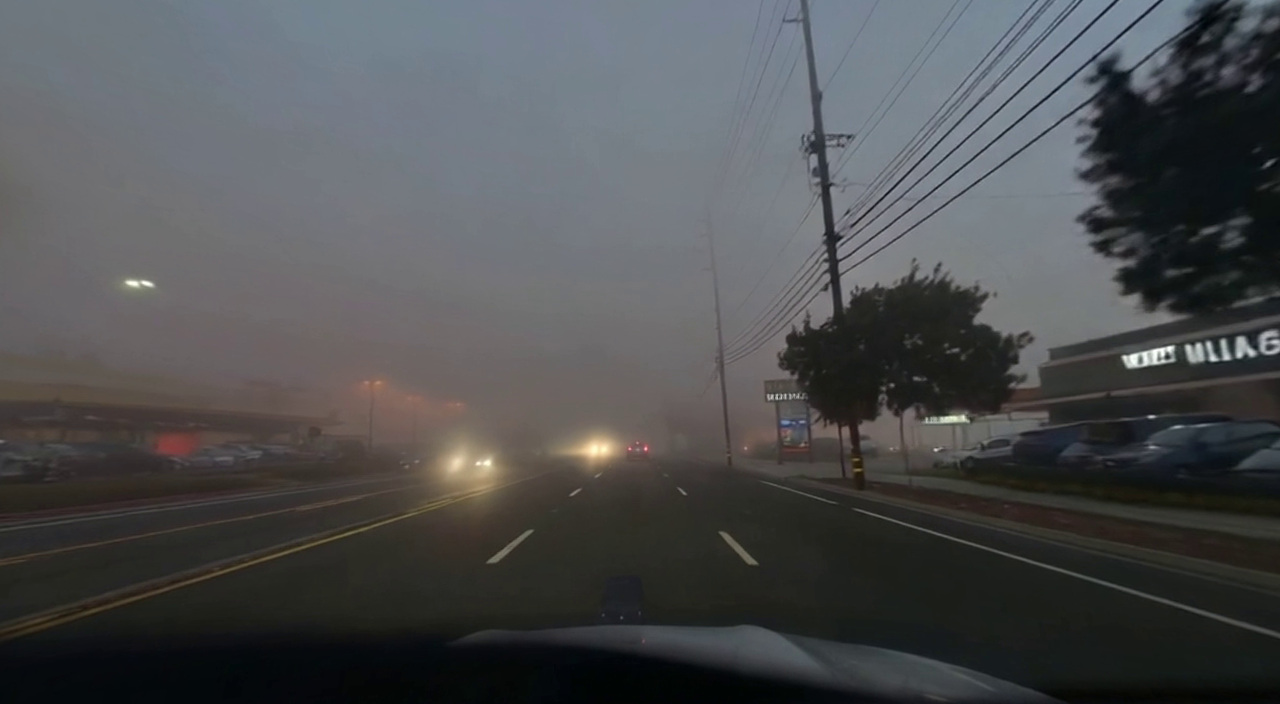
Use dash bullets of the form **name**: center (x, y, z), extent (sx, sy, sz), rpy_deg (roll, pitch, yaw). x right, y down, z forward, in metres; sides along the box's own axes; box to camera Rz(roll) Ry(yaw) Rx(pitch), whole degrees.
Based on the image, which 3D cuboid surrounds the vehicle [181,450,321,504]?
- **vehicle**: center (-13.678, 4.360, 22.671), extent (1.955, 1.549, 5.009), rpy_deg (-2, -8, -1)

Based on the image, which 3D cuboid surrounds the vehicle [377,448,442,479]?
- **vehicle**: center (-13.776, 6.668, 38.086), extent (2.014, 1.523, 5.092), rpy_deg (-3, -8, 1)

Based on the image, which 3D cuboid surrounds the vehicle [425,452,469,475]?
- **vehicle**: center (-13.646, 7.886, 44.885), extent (1.791, 1.377, 4.807), rpy_deg (-2, -8, -1)

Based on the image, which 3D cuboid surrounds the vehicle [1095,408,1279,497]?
- **vehicle**: center (13.319, 2.208, 14.018), extent (4.758, 1.811, 2.036), rpy_deg (0, -9, 0)

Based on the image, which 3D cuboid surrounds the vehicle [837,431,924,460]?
- **vehicle**: center (15.336, 5.981, 40.492), extent (4.667, 1.775, 2.199), rpy_deg (0, -9, -1)

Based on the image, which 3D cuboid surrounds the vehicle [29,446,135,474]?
- **vehicle**: center (-37.544, 7.269, 42.684), extent (4.800, 1.776, 2.060), rpy_deg (4, -10, -25)
